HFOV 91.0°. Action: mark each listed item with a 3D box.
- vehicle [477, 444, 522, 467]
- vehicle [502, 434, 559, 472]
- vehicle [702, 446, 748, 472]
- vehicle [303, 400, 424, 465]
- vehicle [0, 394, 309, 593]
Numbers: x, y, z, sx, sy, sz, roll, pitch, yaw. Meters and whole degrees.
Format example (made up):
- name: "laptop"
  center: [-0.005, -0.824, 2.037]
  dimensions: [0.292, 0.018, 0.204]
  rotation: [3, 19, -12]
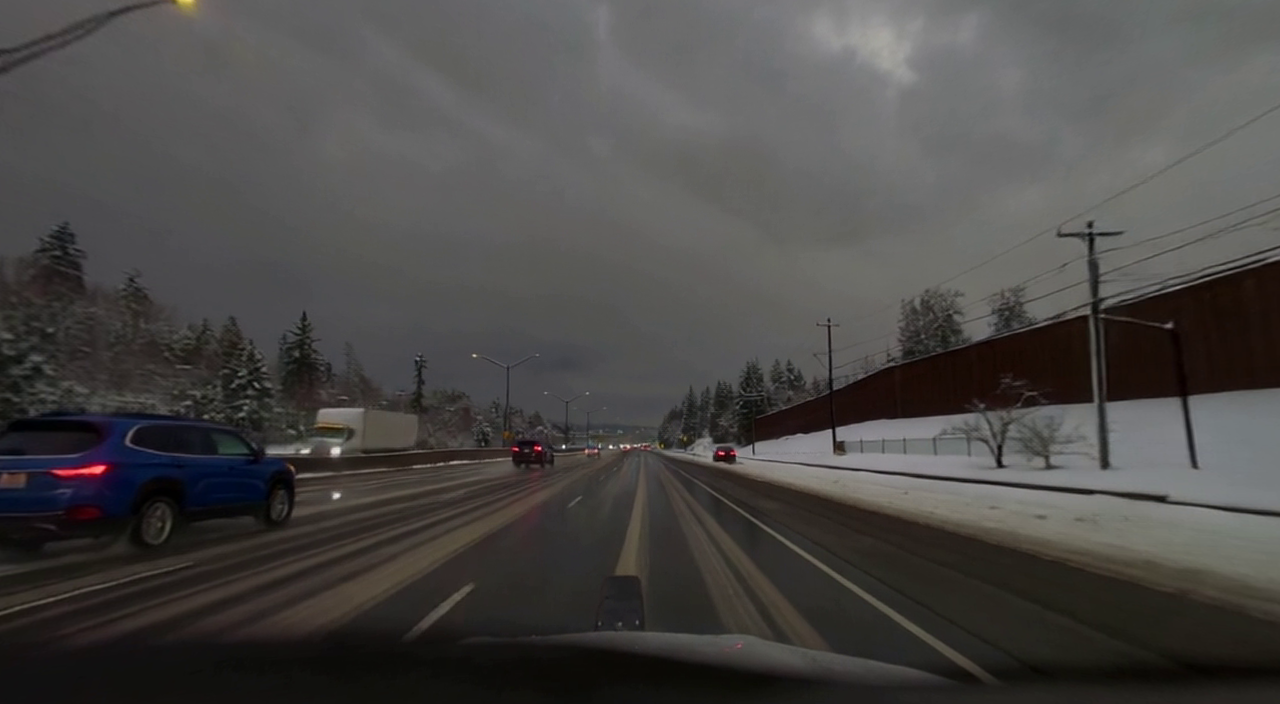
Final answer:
- name: "vehicle"
  center: [-9.774, 7.226, 44.000]
  dimensions: [2.042, 1.485, 4.395]
  rotation: [1, -9, 1]
- name: "vehicle"
  center: [-6.061, 5.684, 35.498]
  dimensions: [2.255, 1.934, 4.868]
  rotation: [1, -9, 1]
- name: "vehicle"
  center: [5.237, 6.667, 39.430]
  dimensions: [2.251, 1.520, 4.550]
  rotation: [1, -9, -1]
- name: "vehicle"
  center: [-18.842, 5.797, 44.144]
  dimensions: [3.188, 3.921, 11.276]
  rotation: [1, -9, 1]
- name: "vehicle"
  center: [-6.404, 1.556, 7.773]
  dimensions: [2.058, 1.698, 4.567]
  rotation: [1, -9, 1]
